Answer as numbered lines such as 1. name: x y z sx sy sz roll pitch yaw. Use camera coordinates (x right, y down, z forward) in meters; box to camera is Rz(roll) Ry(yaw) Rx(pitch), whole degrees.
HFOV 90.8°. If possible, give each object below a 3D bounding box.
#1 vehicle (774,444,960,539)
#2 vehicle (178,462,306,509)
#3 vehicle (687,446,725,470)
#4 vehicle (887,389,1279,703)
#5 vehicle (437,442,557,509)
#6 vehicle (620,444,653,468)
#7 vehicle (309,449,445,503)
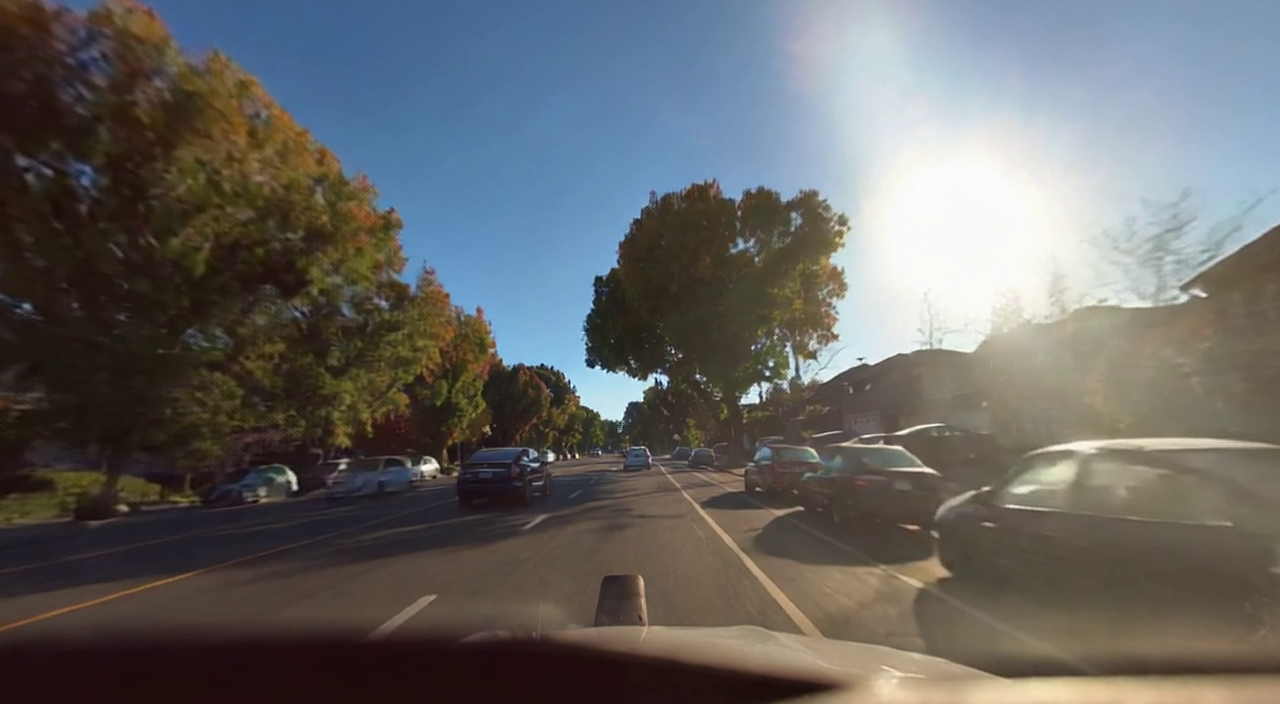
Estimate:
1. vehicle: 4.039 2.535 12.220 1.881 1.453 4.574 0 -9 0
2. vehicle: -14.894 4.997 23.976 1.862 1.466 4.429 -1 -9 2
3. vehicle: 4.306 6.961 41.668 1.944 1.470 4.530 0 -9 -1
4. vehicle: 4.207 1.386 5.472 2.045 1.702 4.916 0 -9 -1
5. vehicle: -3.472 3.077 16.282 2.027 1.477 4.413 0 -9 0
6. vehicle: -0.239 7.069 43.051 2.088 1.495 4.048 0 -9 0
7. vehicle: -8.310 3.933 20.568 2.075 1.487 4.792 -1 -9 4
